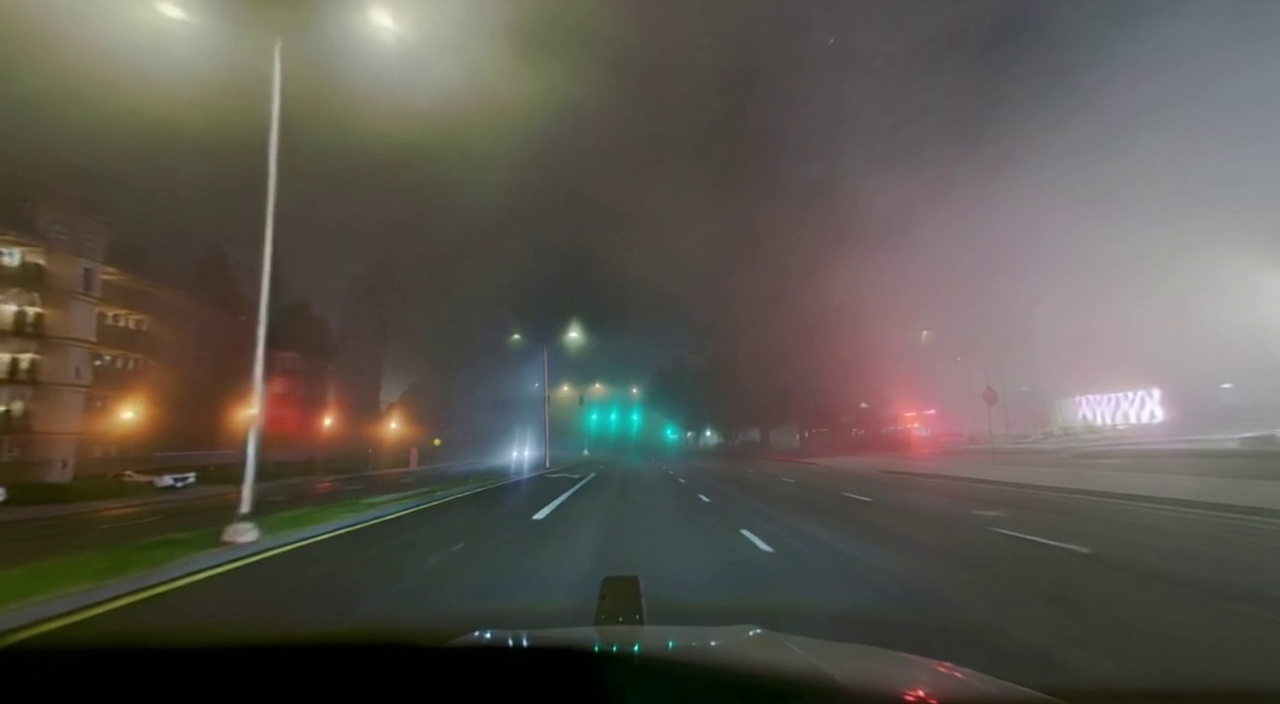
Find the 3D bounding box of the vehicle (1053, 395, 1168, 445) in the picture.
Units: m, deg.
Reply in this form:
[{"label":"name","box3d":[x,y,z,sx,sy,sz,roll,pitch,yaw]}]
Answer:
[{"label":"vehicle","box3d":[33.015,4.958,44.793,2.670,3.093,7.117,-2,-9,1]}]

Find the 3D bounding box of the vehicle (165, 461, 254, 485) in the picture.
[{"label":"vehicle","box3d":[-30.545,8.583,44.943,4.821,1.605,2.028,-1,-9,0]}]

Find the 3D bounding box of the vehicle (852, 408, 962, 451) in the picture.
[{"label":"vehicle","box3d":[20.933,6.131,49.875,7.305,3.266,2.842,0,-9,-3]}]
